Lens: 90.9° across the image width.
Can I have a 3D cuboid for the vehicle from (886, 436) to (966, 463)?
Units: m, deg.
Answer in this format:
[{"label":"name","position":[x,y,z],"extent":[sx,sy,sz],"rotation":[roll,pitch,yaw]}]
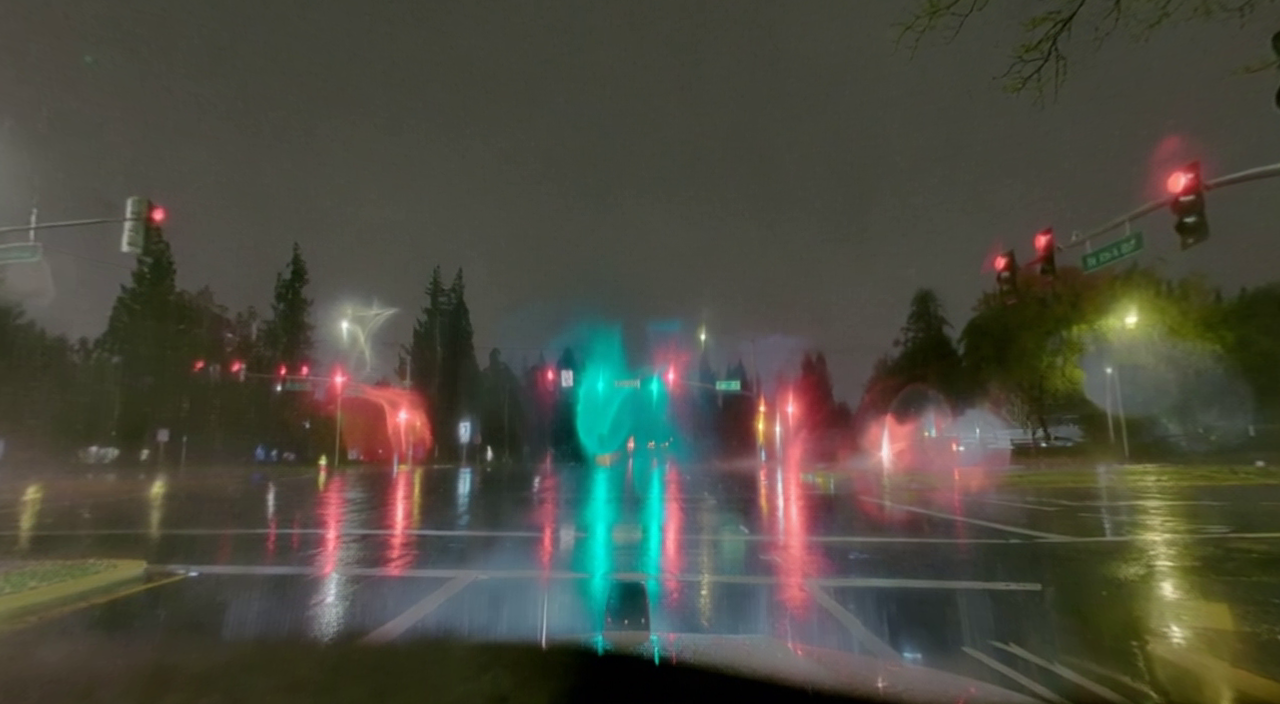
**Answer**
[{"label":"vehicle","position":[16.086,5.511,35.591],"extent":[3.952,1.468,1.768],"rotation":[-4,-9,22]}]
